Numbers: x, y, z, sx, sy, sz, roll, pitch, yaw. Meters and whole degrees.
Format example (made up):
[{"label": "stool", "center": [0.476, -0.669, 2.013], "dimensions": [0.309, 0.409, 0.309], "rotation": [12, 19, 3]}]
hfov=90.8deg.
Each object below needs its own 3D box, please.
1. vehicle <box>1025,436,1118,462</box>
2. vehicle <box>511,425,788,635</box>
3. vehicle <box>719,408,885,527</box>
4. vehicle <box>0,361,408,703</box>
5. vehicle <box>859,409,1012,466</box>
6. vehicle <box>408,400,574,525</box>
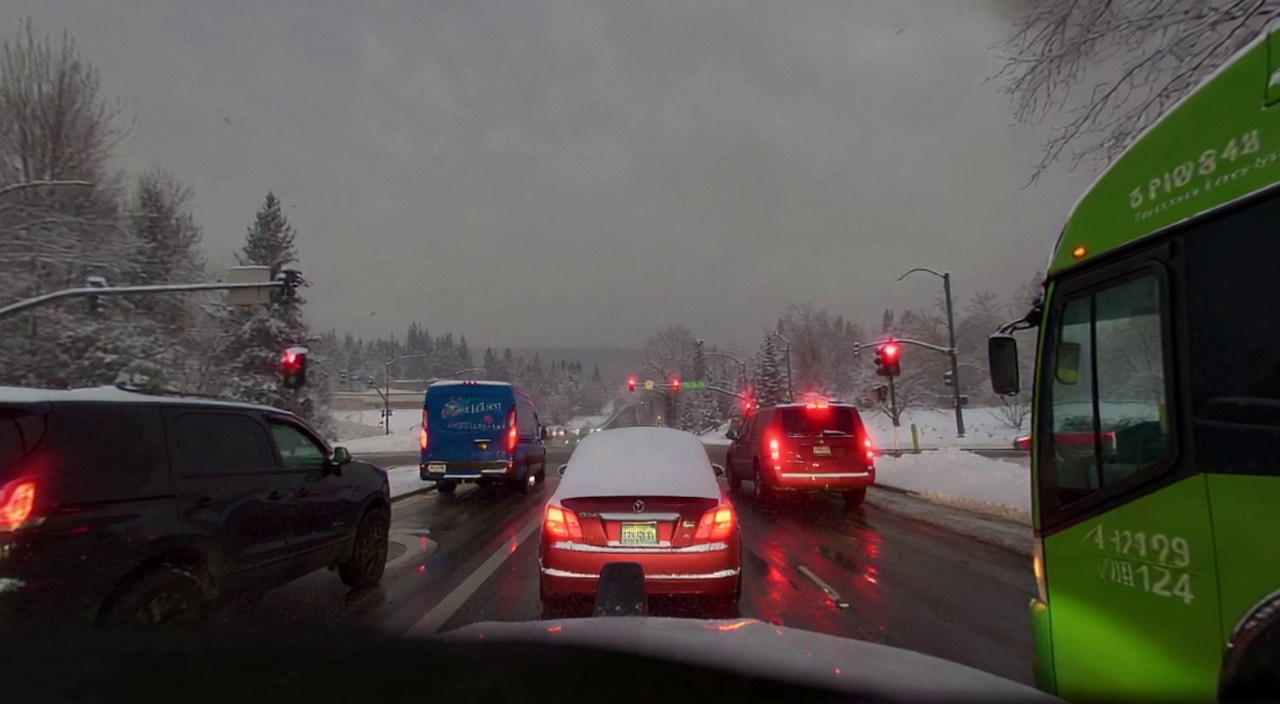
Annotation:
[{"label": "vehicle", "center": [25.869, 5.824, 37.978], "dimensions": [4.229, 1.489, 1.794], "rotation": [0, -8, -1]}, {"label": "vehicle", "center": [0.059, 1.549, 6.418], "dimensions": [1.976, 1.485, 3.624], "rotation": [0, -8, 0]}, {"label": "vehicle", "center": [3.142, 2.395, 13.676], "dimensions": [2.143, 2.036, 5.367], "rotation": [0, -8, 0]}, {"label": "vehicle", "center": [-3.417, 1.178, 4.630], "dimensions": [1.921, 1.701, 3.989], "rotation": [0, -8, 0]}, {"label": "vehicle", "center": [17.588, 5.130, 37.924], "dimensions": [7.839, 3.213, 2.628], "rotation": [0, -8, -3]}, {"label": "vehicle", "center": [-2.936, 2.355, 13.952], "dimensions": [2.335, 2.221, 5.165], "rotation": [0, -8, 1]}]
